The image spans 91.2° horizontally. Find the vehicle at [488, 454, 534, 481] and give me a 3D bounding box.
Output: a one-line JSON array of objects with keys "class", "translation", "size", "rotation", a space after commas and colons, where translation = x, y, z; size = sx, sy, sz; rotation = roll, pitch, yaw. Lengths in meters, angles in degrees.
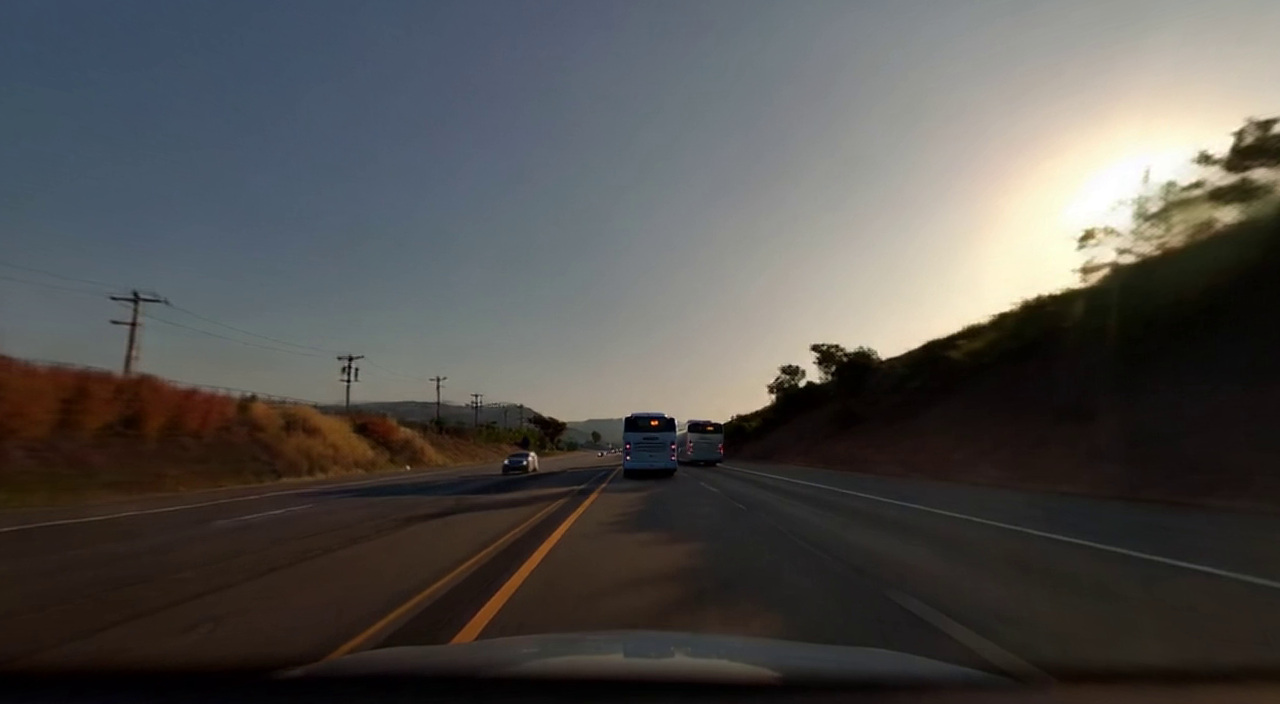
[{"class": "vehicle", "translation": [-7.941, 7.141, 38.880], "size": [1.870, 1.500, 4.516], "rotation": [-1, -9, 1]}]

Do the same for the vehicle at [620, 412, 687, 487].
[{"class": "vehicle", "translation": [0.406, 3.939, 25.361], "size": [2.414, 2.675, 5.574], "rotation": [0, -9, -2]}]
